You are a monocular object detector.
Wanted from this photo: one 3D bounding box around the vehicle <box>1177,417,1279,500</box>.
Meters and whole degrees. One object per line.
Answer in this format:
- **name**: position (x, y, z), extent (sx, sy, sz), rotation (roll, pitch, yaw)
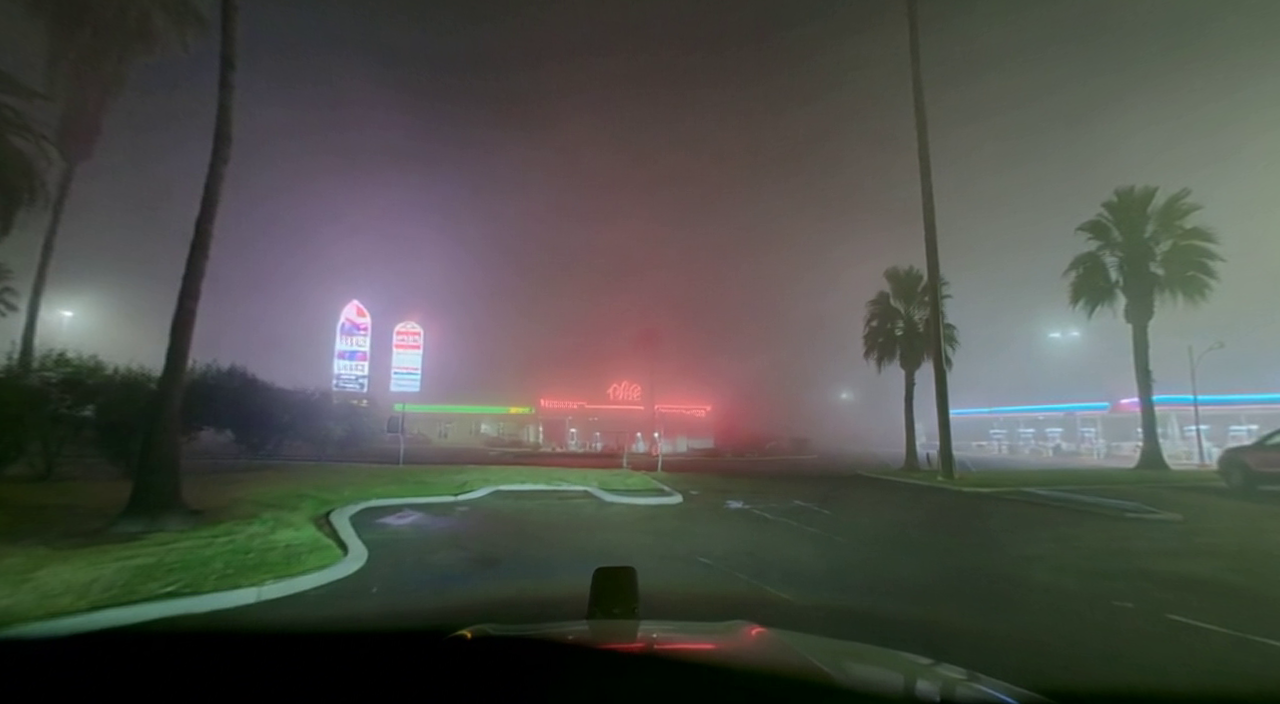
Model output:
- **vehicle**: position (15.434, 2.413, 14.329), extent (2.028, 1.850, 4.731), rotation (1, -8, -6)
